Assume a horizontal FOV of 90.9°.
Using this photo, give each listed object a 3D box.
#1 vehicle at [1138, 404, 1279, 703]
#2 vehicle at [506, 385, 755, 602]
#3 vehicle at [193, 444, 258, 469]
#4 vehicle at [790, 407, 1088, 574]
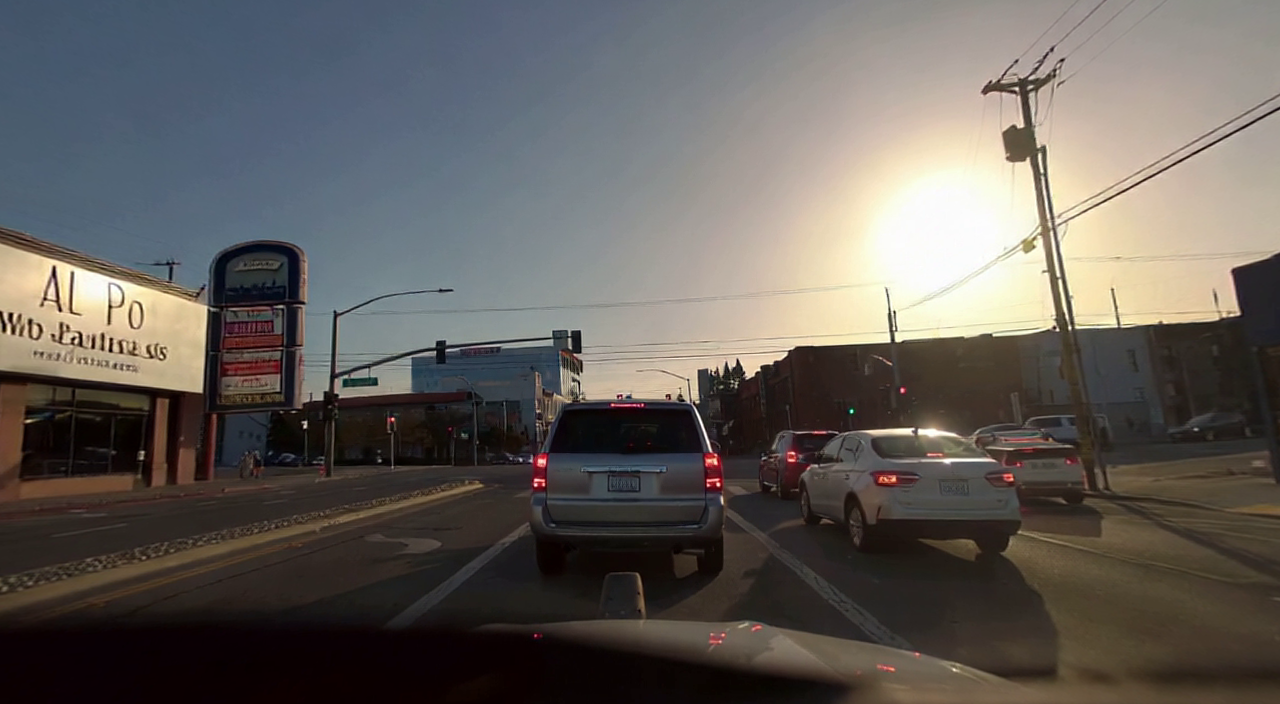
[{"bbox_3d":[3.370,0.702,0.749,1.884,1.484,4.609,0,-8,2],"label":"vehicle"},{"bbox_3d":[0.001,1.533,7.686,2.154,1.861,4.280,0,-8,3],"label":"vehicle"},{"bbox_3d":[-27.424,6.880,41.866,1.693,1.563,3.716,0,-8,0],"label":"vehicle"},{"bbox_3d":[3.626,1.758,8.787,2.036,1.719,4.318,0,-8,0],"label":"vehicle"}]
